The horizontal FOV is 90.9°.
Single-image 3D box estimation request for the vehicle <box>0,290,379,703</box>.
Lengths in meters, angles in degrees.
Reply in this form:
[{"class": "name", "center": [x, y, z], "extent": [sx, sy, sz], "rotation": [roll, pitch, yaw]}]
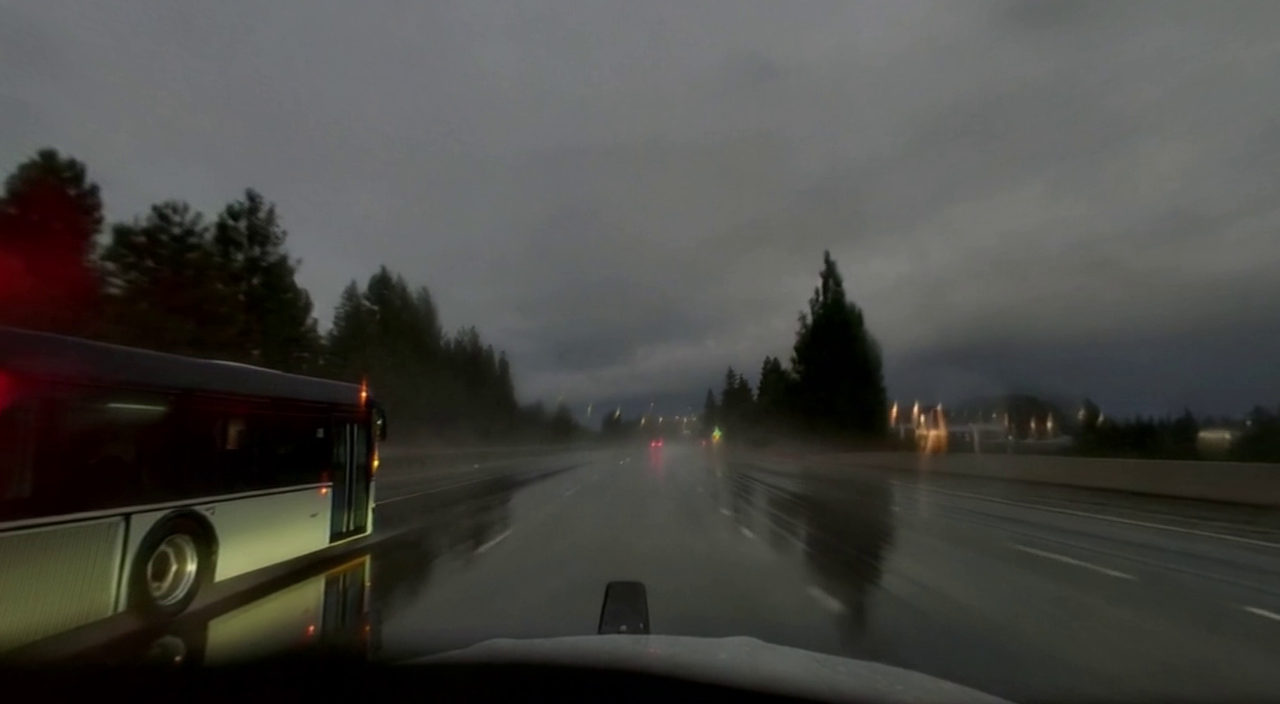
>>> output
[{"class": "vehicle", "center": [-4.047, 0.929, 4.422], "extent": [2.127, 1.985, 5.205], "rotation": [-1, -8, 1]}]
